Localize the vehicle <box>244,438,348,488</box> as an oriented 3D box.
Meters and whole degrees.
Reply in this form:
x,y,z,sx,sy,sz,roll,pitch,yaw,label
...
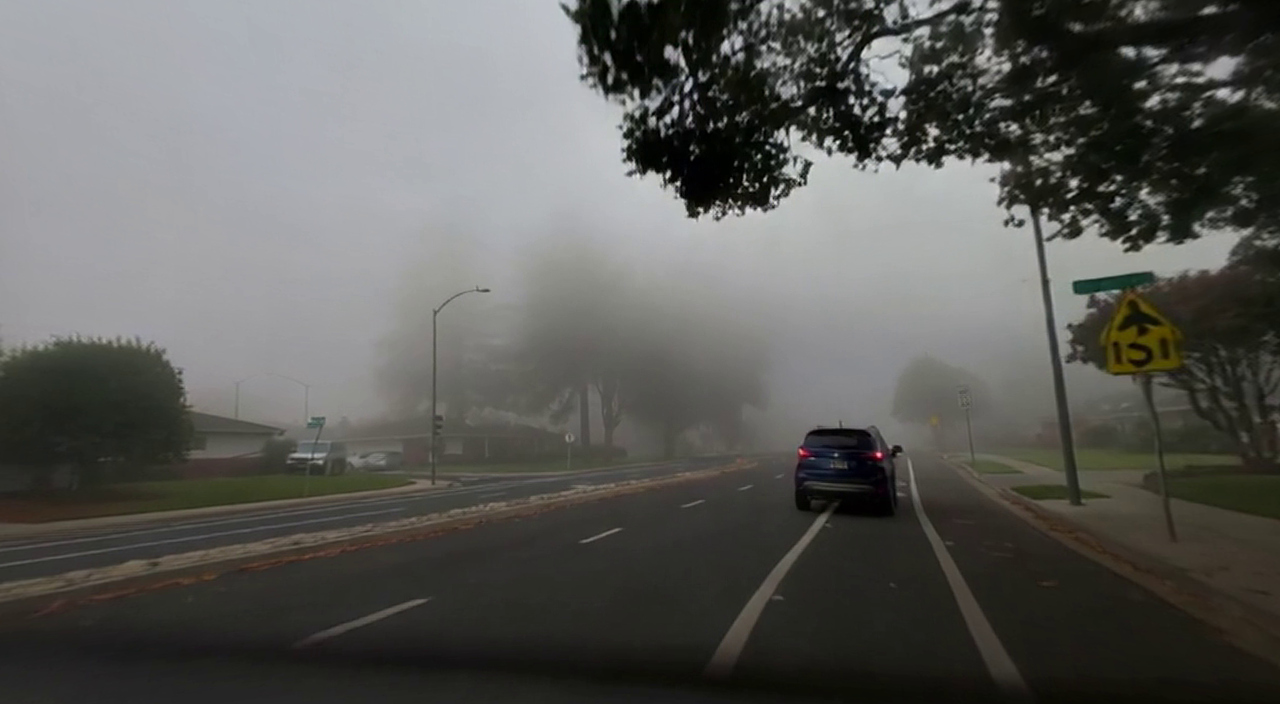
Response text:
x,y,z,sx,sy,sz,roll,pitch,yaw,label
-20.399,6.568,37.694,2.329,2.631,5.560,-5,-9,12,vehicle

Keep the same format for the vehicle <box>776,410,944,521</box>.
x,y,z,sx,sy,sz,roll,pitch,yaw,label
4.511,2.126,12.449,2.018,1.733,4.546,-6,-9,32,vehicle
